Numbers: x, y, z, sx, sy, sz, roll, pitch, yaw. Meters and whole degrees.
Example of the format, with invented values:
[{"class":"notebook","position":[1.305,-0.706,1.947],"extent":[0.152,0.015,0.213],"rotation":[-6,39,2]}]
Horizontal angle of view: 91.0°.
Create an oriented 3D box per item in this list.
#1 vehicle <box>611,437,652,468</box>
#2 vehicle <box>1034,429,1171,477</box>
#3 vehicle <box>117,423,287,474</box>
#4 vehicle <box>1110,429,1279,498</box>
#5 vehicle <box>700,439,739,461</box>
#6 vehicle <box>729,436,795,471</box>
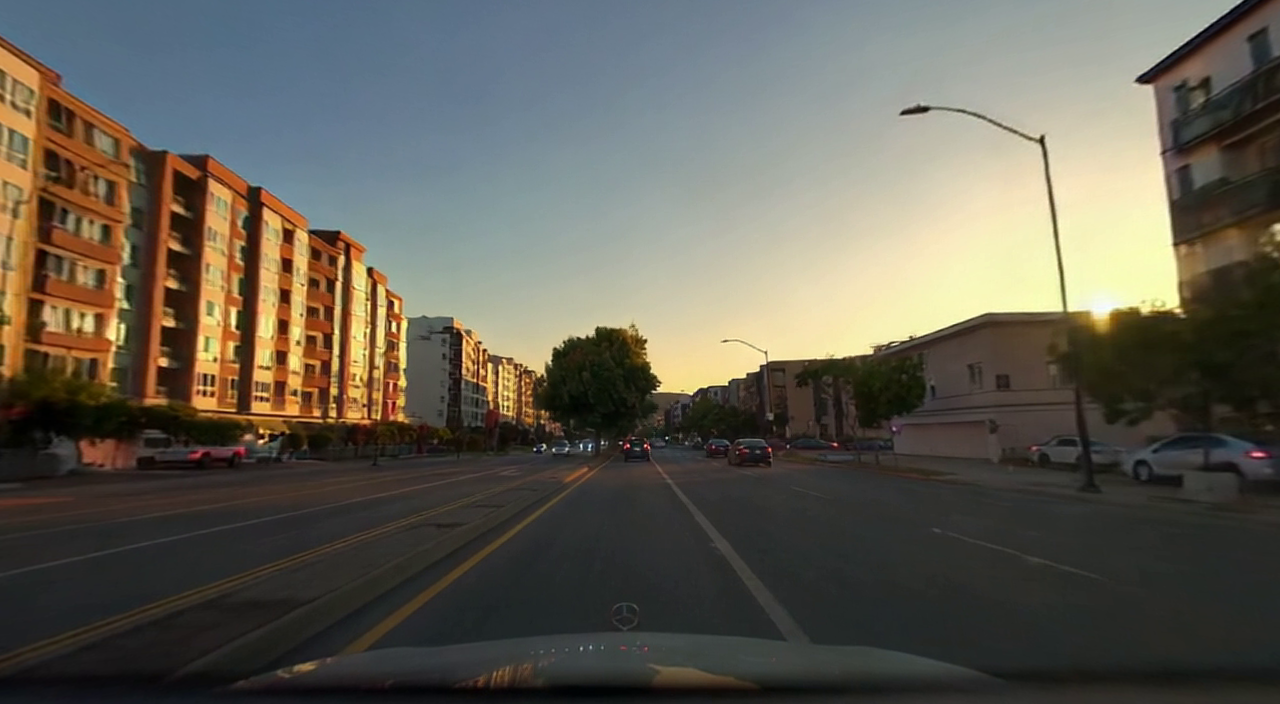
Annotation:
[{"class":"vehicle","position":[-0.447,5.373,33.828],"extent":[2.106,1.553,3.964],"rotation":[0,-9,-1]},{"class":"vehicle","position":[20.489,4.519,28.247],"extent":[2.286,1.948,4.949],"rotation":[0,-9,-1]},{"class":"vehicle","position":[-33.301,7.389,48.936],"extent":[4.125,3.409,11.667],"rotation":[-1,-8,5]},{"class":"vehicle","position":[15.006,2.811,16.330],"extent":[2.025,1.523,4.581],"rotation":[0,-8,-1]},{"class":"vehicle","position":[5.665,7.066,45.424],"extent":[2.154,1.554,4.149],"rotation":[0,-9,-2]},{"class":"vehicle","position":[5.789,4.903,30.579],"extent":[2.121,1.557,4.898],"rotation":[0,-9,-1]}]
